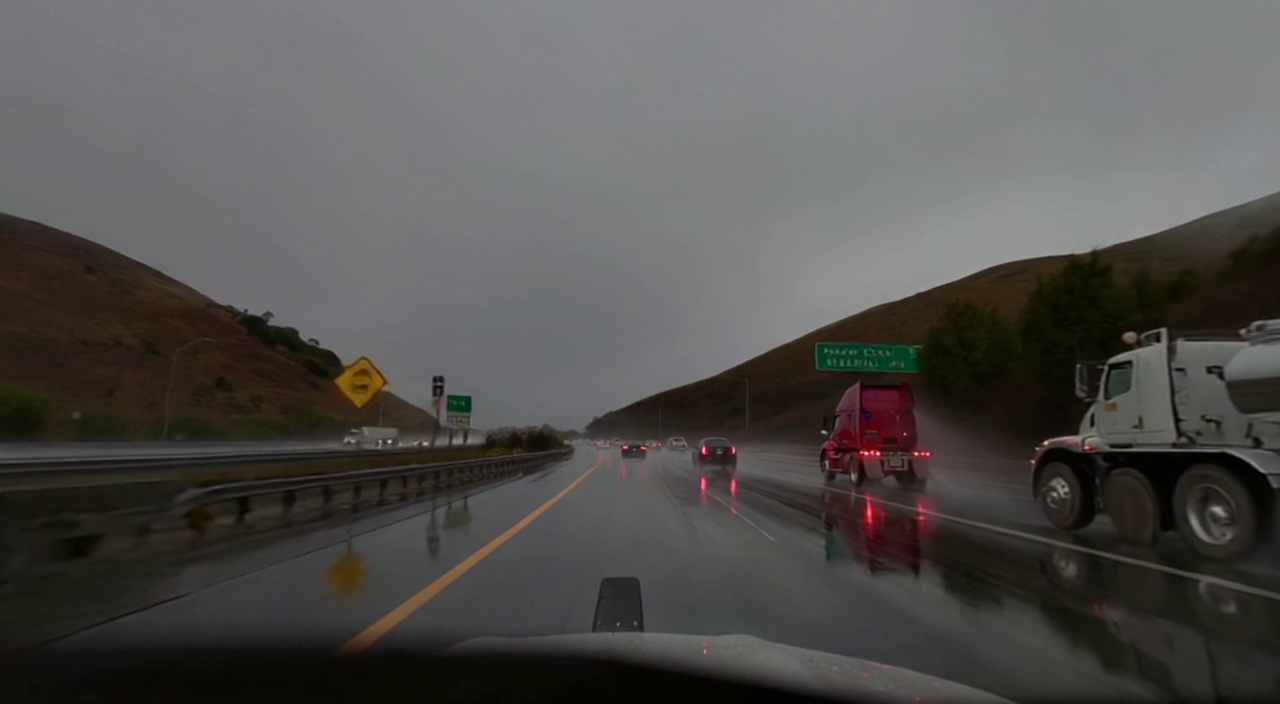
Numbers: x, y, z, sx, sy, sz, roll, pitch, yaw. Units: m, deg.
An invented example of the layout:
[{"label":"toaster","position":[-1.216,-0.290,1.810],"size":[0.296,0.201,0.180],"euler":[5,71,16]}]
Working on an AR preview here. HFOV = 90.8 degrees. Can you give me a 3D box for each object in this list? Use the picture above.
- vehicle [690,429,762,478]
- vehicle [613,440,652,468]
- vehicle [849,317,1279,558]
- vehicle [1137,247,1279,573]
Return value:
[{"label":"vehicle","position":[3.380,4.119,25.874],"size":[2.098,1.794,4.561],"euler":[0,-9,-2]},{"label":"vehicle","position":[-0.462,5.685,35.323],"size":[2.083,1.477,3.965],"euler":[0,-9,-2]},{"label":"vehicle","position":[7.407,1.739,12.639],"size":[2.880,2.975,9.608],"euler":[0,-9,-2]},{"label":"vehicle","position":[7.756,0.069,2.930],"size":[2.805,3.212,9.978],"euler":[0,-9,0]}]
